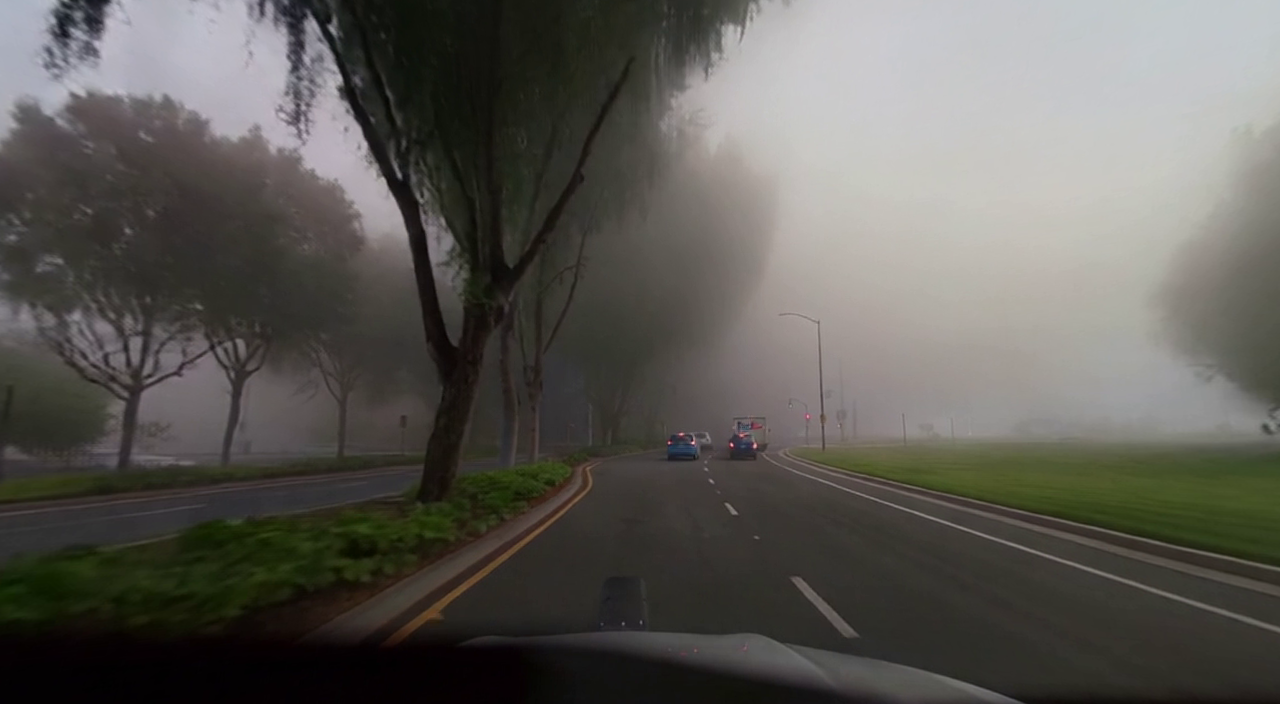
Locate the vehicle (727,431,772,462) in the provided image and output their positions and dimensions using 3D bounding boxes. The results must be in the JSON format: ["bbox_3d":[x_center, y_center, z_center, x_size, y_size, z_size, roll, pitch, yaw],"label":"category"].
[{"bbox_3d":[5.670,4.920,33.037,1.989,1.497,4.436,-1,-8,6],"label":"vehicle"}]

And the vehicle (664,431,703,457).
[{"bbox_3d":[2.756,5.714,39.281,2.066,1.482,4.273,-1,-8,8],"label":"vehicle"}]
